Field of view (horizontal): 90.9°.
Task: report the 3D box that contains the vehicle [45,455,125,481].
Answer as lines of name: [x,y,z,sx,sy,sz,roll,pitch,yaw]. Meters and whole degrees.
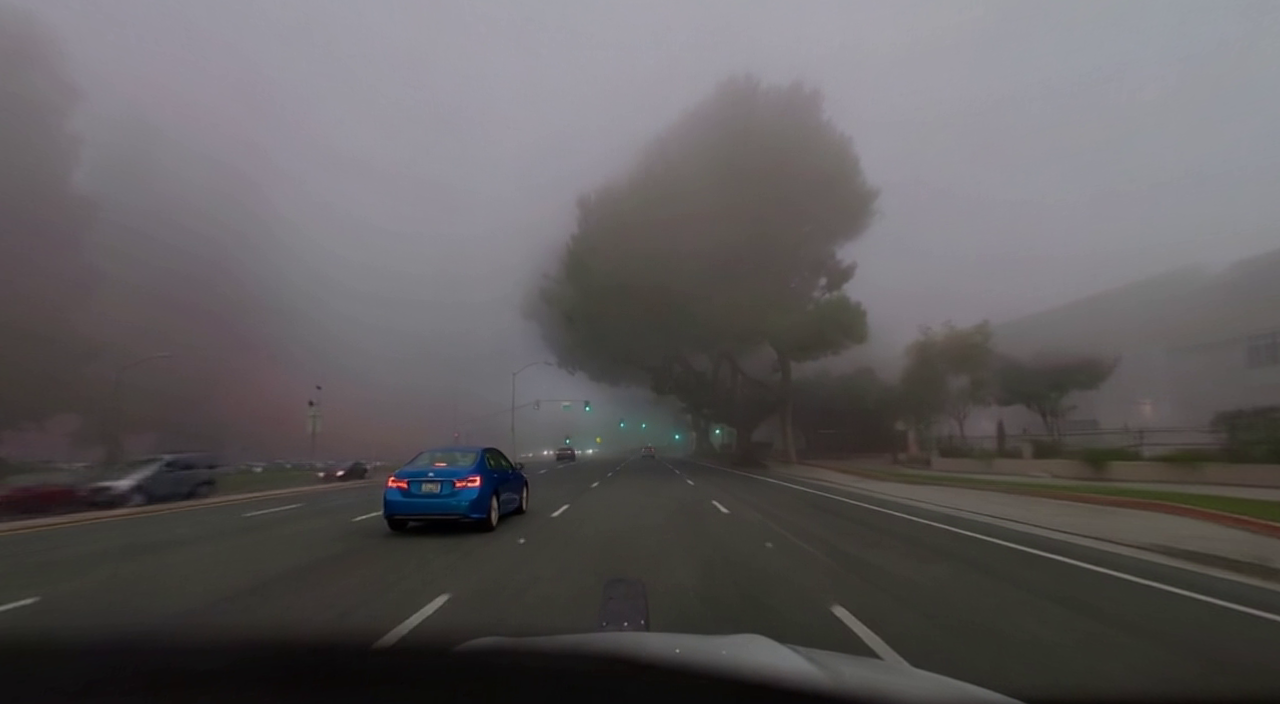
vehicle: [-42.513,8.883,48.437,1.923,1.745,4.740,1,-8,-1]

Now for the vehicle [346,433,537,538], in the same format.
vehicle: [-3.209,2.250,11.294,1.924,1.480,4.421,0,-9,1]

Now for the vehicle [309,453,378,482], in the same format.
vehicle: [-17.185,6.668,36.724,1.826,1.490,4.407,0,-9,1]

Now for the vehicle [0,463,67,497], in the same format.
vehicle: [-30.799,6.141,30.371,4.424,1.535,1.948,0,-9,0]

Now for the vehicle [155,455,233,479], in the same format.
vehicle: [-34.025,8.755,48.268,1.911,1.603,5.136,0,-8,5]
